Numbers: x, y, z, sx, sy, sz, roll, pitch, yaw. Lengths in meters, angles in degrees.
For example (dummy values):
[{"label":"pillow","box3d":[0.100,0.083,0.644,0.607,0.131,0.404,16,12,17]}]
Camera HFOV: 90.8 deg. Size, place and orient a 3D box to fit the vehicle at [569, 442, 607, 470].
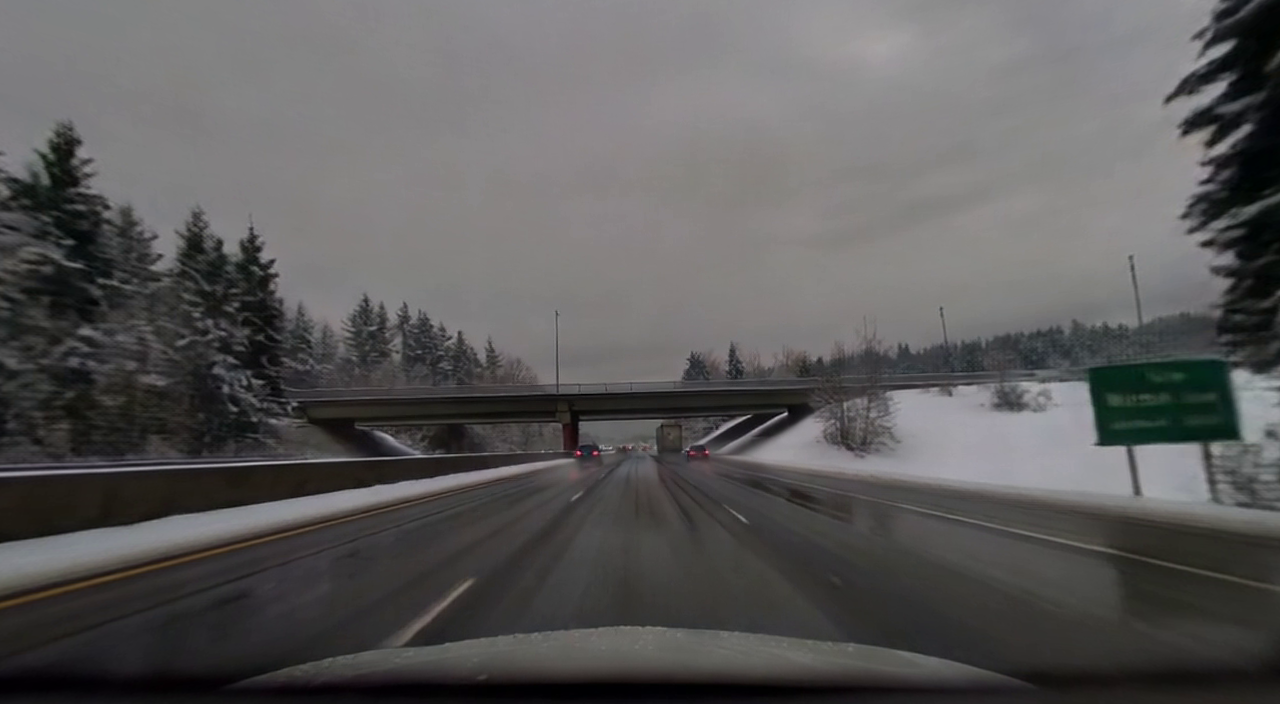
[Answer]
[{"label":"vehicle","box3d":[-3.502,7.139,43.496,2.238,1.792,4.518,0,-9,0]}]
